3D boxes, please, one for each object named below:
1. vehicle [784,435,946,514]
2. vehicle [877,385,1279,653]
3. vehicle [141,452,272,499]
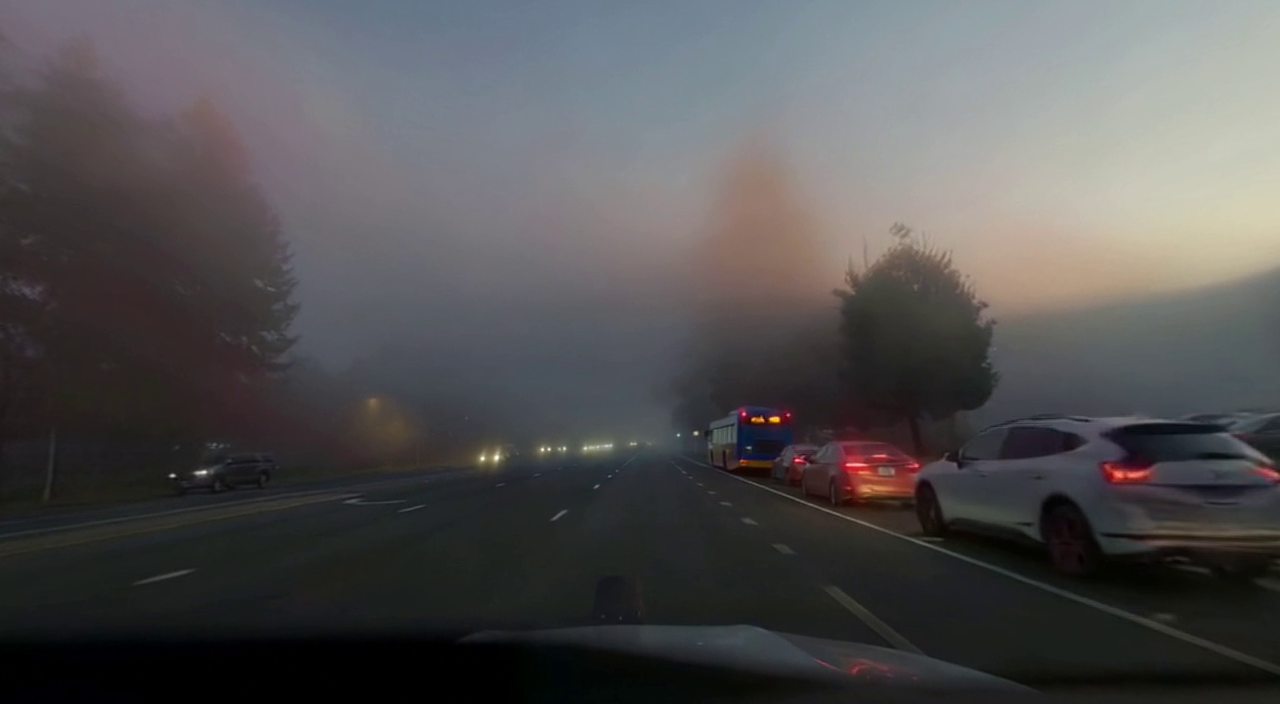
[{"bbox_3d":[4.726,2.626,14.098,1.973,1.465,4.440,0,-8,0],"label":"vehicle"},{"bbox_3d":[4.656,1.438,6.752,2.051,1.663,5.441,0,-8,-1],"label":"vehicle"},{"bbox_3d":[-19.083,5.422,28.174,2.166,1.804,4.897,-1,-8,3],"label":"vehicle"}]
